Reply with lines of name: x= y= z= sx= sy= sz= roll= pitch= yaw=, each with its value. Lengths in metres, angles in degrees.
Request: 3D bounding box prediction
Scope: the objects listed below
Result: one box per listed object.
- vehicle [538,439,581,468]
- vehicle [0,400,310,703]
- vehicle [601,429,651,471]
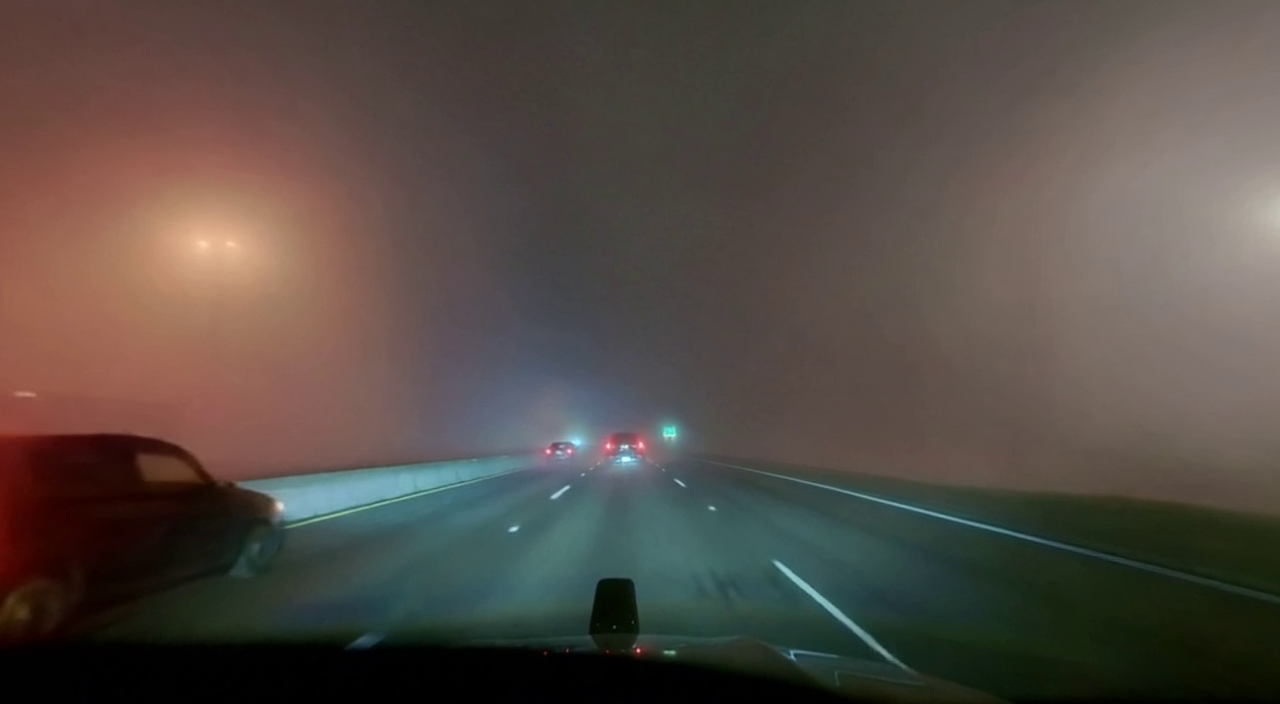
vehicle: x=-4.701 y=5.978 z=37.313 sx=2.039 sy=1.602 sz=4.317 roll=0 pitch=-8 yaw=-1
vehicle: x=-4.233 y=1.185 z=4.262 sx=1.945 sy=1.550 sz=3.780 roll=0 pitch=-8 yaw=-1
vehicle: x=-0.719 y=4.942 z=31.963 sx=2.382 sy=1.973 sz=4.439 roll=0 pitch=-8 yaw=-1
